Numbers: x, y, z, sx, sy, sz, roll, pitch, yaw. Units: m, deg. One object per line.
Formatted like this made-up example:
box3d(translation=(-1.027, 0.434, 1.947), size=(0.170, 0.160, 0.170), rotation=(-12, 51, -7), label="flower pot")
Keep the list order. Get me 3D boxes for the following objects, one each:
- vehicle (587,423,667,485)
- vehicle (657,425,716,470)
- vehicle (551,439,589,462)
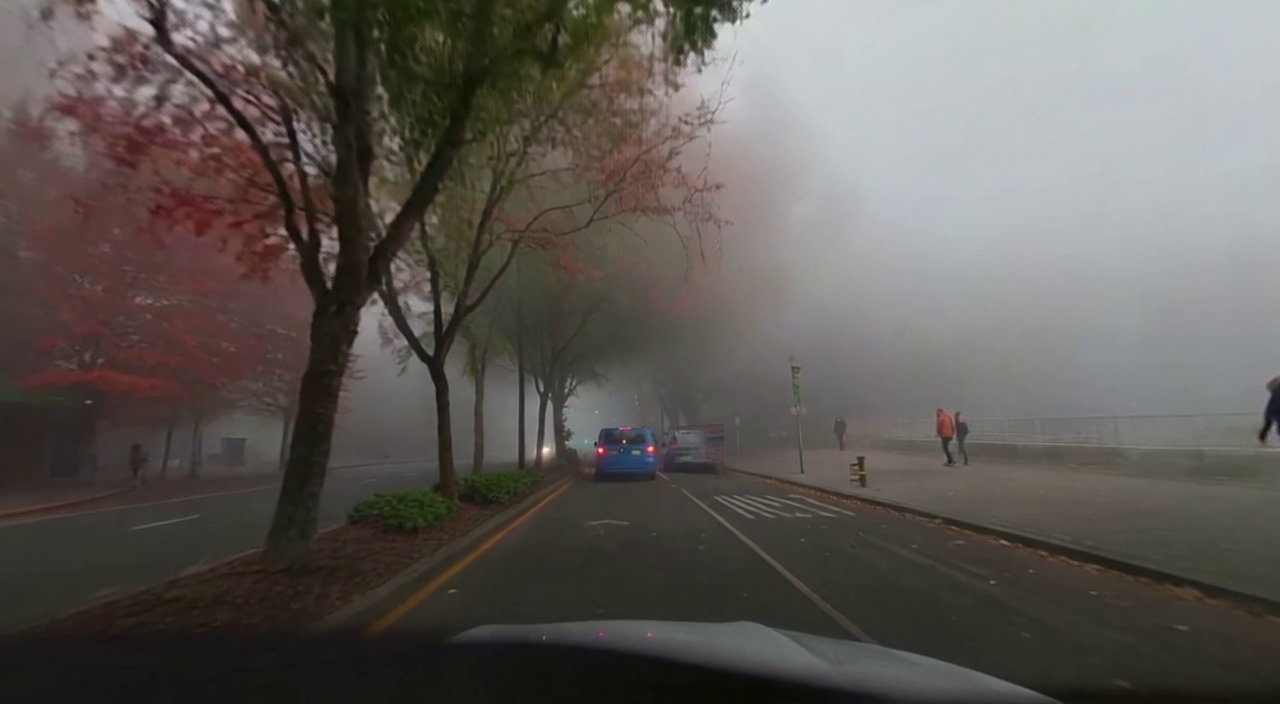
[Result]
box3d(translation=(-0.427, 3.170, 19.871), size=(2.274, 1.736, 4.083), rotation=(0, -8, -2), label="vehicle")
box3d(translation=(2.137, 4.549, 30.239), size=(2.147, 1.968, 4.478), rotation=(1, -8, -5), label="vehicle")
box3d(translation=(-4.590, 6.533, 41.922), size=(2.096, 1.415, 4.515), rotation=(0, -8, -1), label="vehicle")
